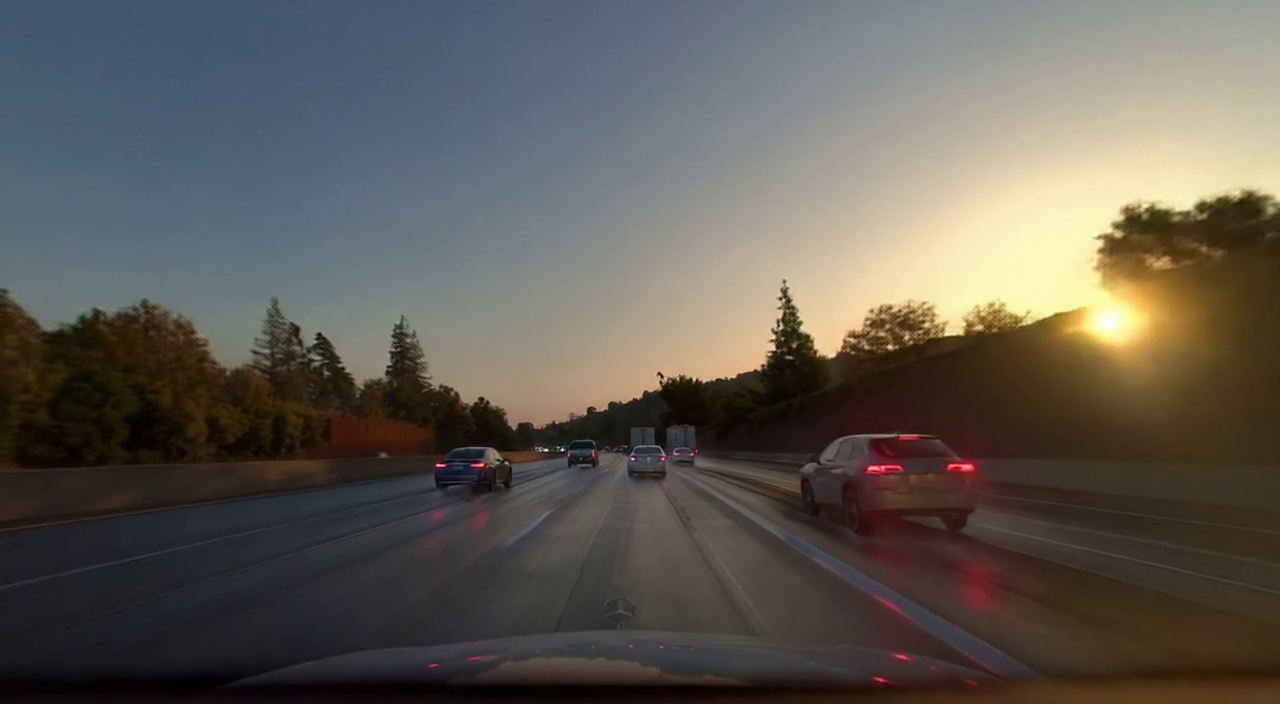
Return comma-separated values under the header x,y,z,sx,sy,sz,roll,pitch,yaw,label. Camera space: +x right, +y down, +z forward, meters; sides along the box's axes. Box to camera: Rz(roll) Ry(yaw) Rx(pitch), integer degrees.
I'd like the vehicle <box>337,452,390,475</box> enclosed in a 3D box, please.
x,y,z,sx,sy,sz,roll,pitch,yaw,label
-20.291,8.157,46.223,1.901,1.582,4.159,-1,-9,2,vehicle

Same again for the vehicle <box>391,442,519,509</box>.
x,y,z,sx,sy,sz,roll,pitch,yaw,label
-4.591,3.127,16.343,1.967,1.473,4.439,0,-9,0,vehicle

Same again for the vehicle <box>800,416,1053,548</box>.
x,y,z,sx,sy,sz,roll,pitch,yaw,label
4.188,1.974,10.095,2.018,1.639,4.149,0,-9,-1,vehicle

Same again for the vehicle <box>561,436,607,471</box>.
x,y,z,sx,sy,sz,roll,pitch,yaw,label
-3.320,6.156,38.025,2.230,1.973,4.403,-1,-9,2,vehicle

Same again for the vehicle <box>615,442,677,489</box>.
x,y,z,sx,sy,sz,roll,pitch,yaw,label
0.196,4.098,22.870,2.015,1.526,4.286,0,-9,0,vehicle
